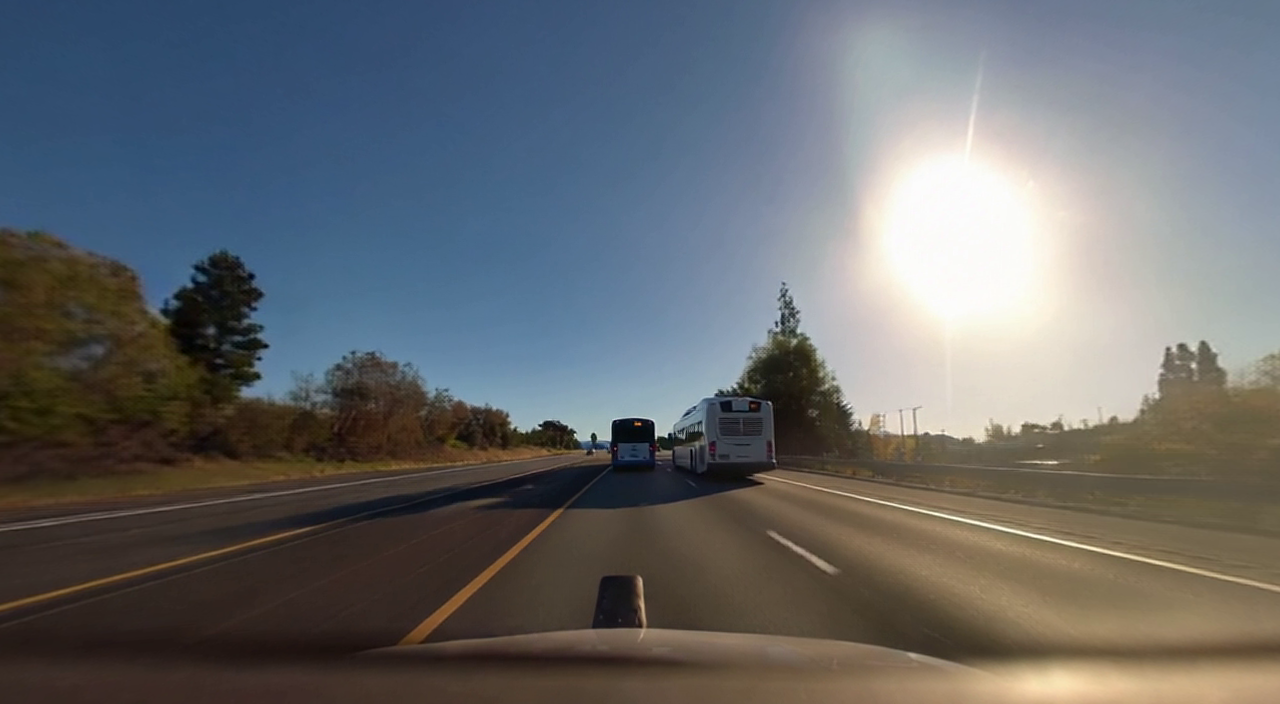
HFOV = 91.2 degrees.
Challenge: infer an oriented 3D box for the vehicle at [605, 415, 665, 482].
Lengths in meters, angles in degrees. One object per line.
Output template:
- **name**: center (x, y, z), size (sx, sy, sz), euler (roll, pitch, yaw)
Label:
- **vehicle**: center (-0.218, 4.336, 28.195), size (2.414, 2.675, 5.574), euler (-1, -9, 0)

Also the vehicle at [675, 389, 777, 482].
- **vehicle**: center (3.806, 4.308, 31.515), size (3.074, 3.668, 12.805), euler (0, -9, -1)
